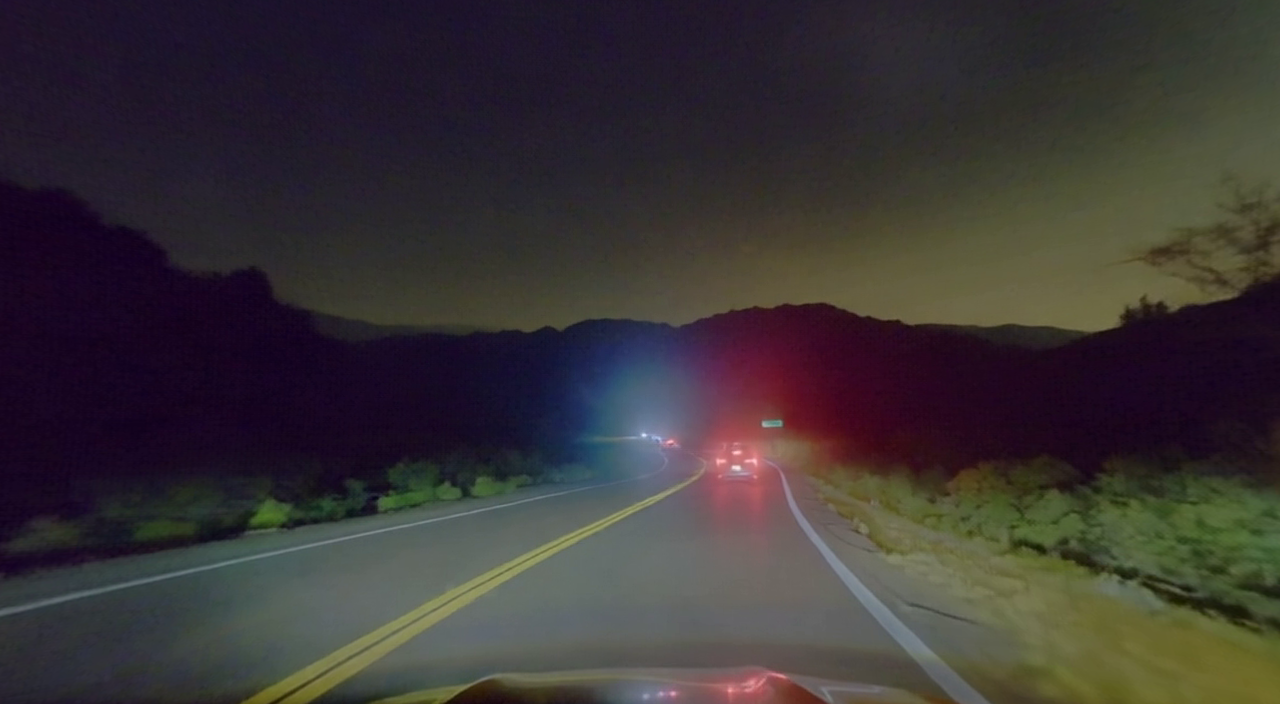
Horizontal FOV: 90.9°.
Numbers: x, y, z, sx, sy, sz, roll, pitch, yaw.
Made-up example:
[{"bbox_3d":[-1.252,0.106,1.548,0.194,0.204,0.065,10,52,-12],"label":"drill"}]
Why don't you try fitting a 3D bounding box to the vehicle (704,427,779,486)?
[{"bbox_3d":[3.897,3.978,24.359,2.500,1.961,5.637,-1,-8,9],"label":"vehicle"}]
